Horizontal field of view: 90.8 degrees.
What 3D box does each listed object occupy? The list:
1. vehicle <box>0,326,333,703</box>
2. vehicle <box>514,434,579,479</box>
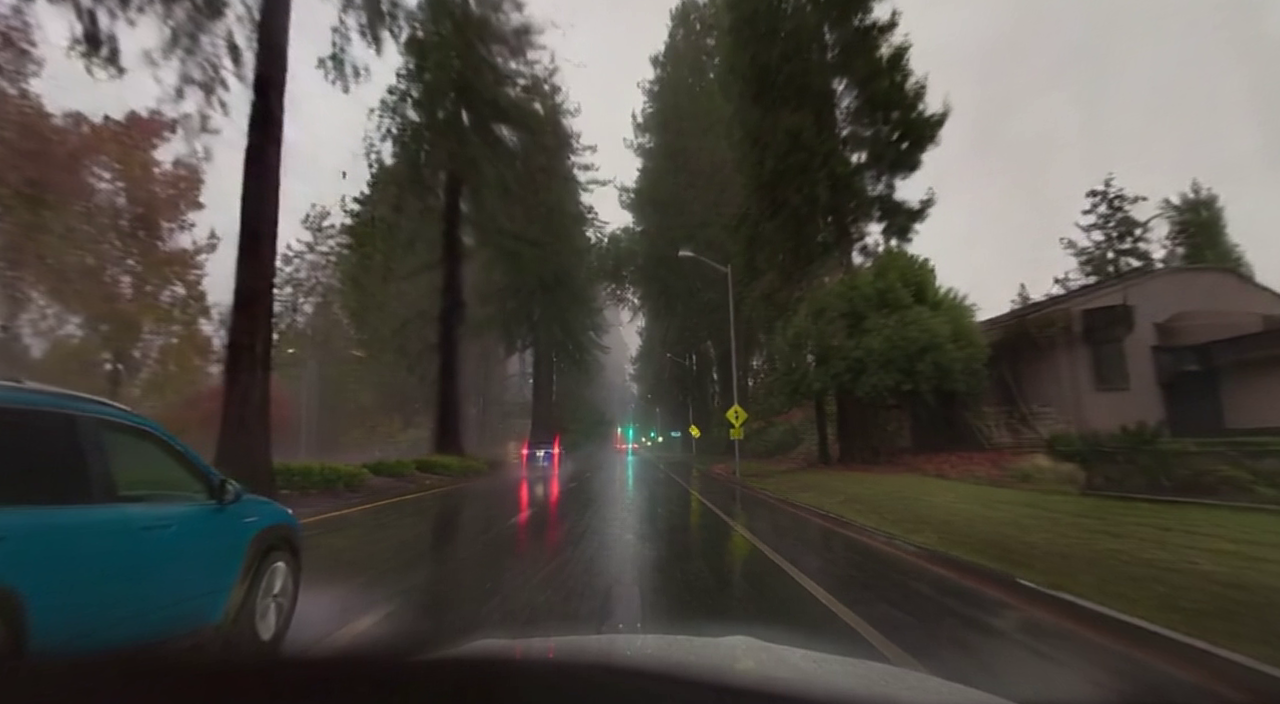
[{"bbox_3d":[-3.527,0.843,2.851,2.152,1.731,4.335,0,-8,-1],"label":"vehicle"},{"bbox_3d":[-3.881,4.422,26.972,2.078,1.748,4.279,0,-8,0],"label":"vehicle"}]
